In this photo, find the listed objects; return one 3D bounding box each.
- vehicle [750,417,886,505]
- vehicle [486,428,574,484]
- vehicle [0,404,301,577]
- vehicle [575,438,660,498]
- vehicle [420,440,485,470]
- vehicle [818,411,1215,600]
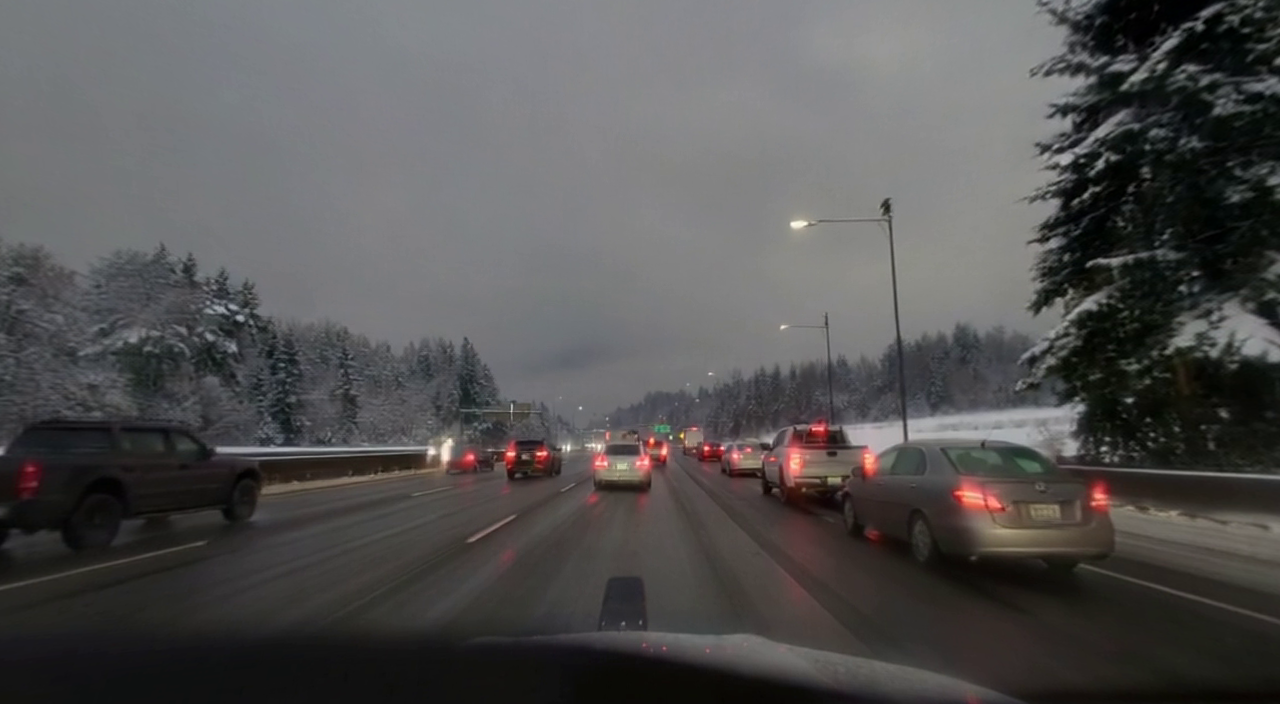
[{"bbox_3d":[4.024,2.565,15.193,1.999,1.777,4.578,0,-8,1],"label":"vehicle"},{"bbox_3d":[-3.909,3.842,23.578,2.110,1.811,5.585,0,-8,2],"label":"vehicle"},{"bbox_3d":[-7.656,1.804,9.057,2.214,1.761,5.890,0,-8,1],"label":"vehicle"},{"bbox_3d":[-0.481,3.134,17.512,2.070,1.456,4.029,0,-8,2],"label":"vehicle"},{"bbox_3d":[-10.254,5.658,34.846,1.907,1.508,4.608,-1,-8,4],"label":"vehicle"},{"bbox_3d":[3.790,1.609,7.569,1.984,1.567,4.475,0,-8,0],"label":"vehicle"}]
